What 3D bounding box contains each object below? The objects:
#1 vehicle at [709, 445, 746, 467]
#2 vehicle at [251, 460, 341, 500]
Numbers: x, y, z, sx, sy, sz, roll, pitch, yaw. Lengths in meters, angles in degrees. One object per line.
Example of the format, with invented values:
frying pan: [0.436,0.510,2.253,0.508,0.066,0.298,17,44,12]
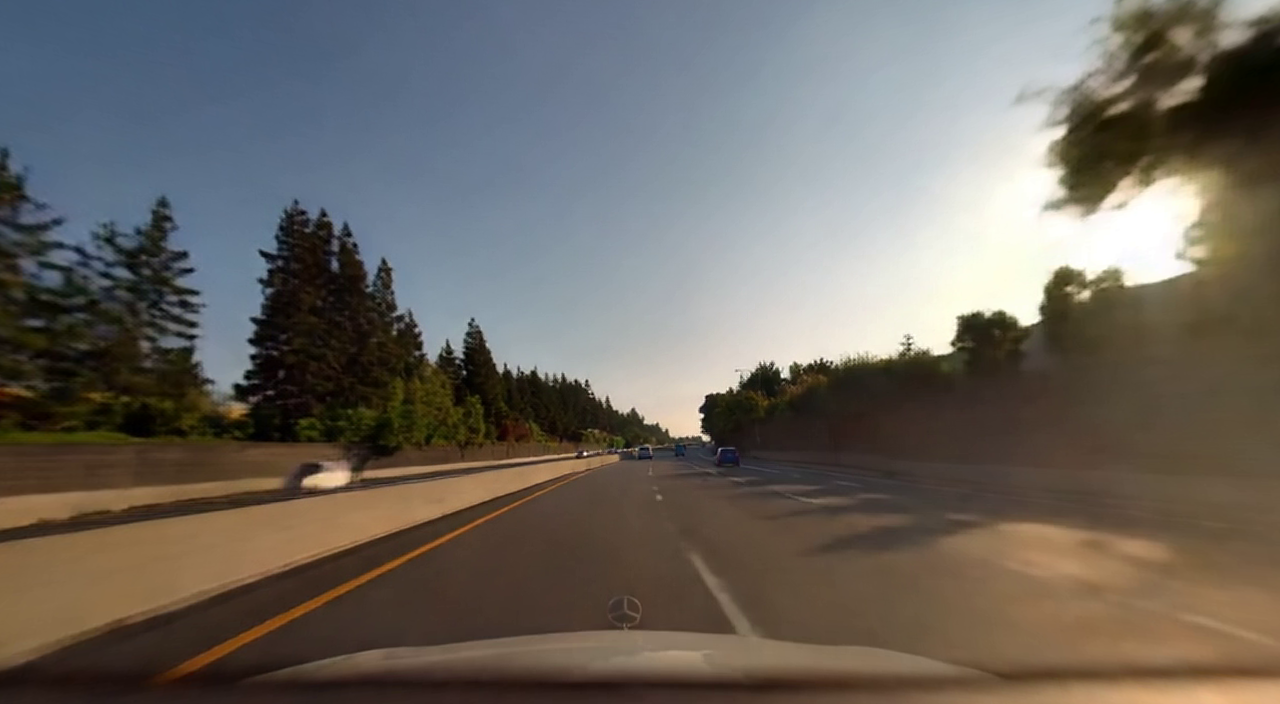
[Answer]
vehicle: [6.502,7.804,47.223,2.175,1.574,3.943,0,-9,-1]
vehicle: [-16.101,5.986,29.777,1.941,1.699,4.056,0,-9,0]
